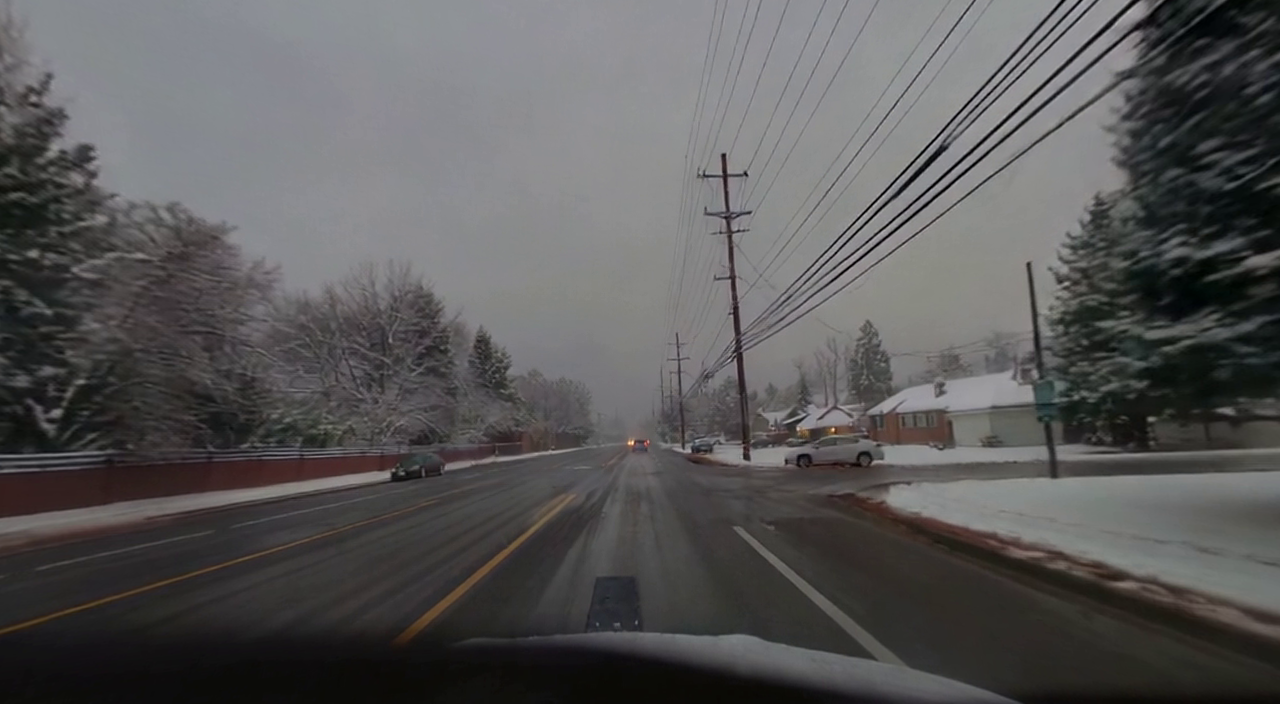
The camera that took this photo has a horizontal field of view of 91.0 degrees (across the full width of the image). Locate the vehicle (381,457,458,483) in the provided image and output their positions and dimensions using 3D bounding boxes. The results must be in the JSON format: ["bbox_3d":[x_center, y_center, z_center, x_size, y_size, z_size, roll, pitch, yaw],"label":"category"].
[{"bbox_3d":[-12.187,6.548,35.118,2.530,1.265,4.495,-1,-8,2],"label":"vehicle"}]

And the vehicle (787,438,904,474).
[{"bbox_3d":[8.761,4.475,27.209,4.487,1.461,1.874,-1,-9,8],"label":"vehicle"}]
